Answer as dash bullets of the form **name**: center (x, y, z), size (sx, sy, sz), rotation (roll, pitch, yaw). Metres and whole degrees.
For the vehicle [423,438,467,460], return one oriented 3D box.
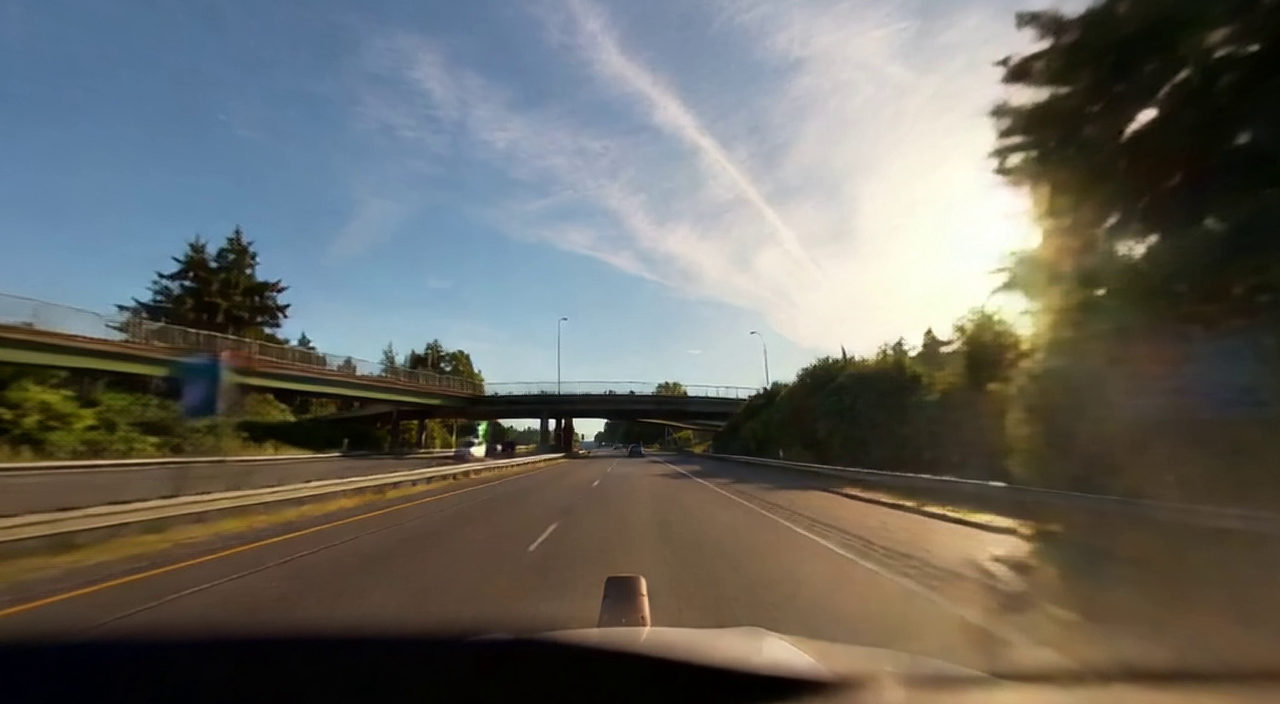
- **vehicle**: center (-15.222, 7.620, 49.436), size (2.117, 1.623, 4.690), rotation (0, -9, -2)
